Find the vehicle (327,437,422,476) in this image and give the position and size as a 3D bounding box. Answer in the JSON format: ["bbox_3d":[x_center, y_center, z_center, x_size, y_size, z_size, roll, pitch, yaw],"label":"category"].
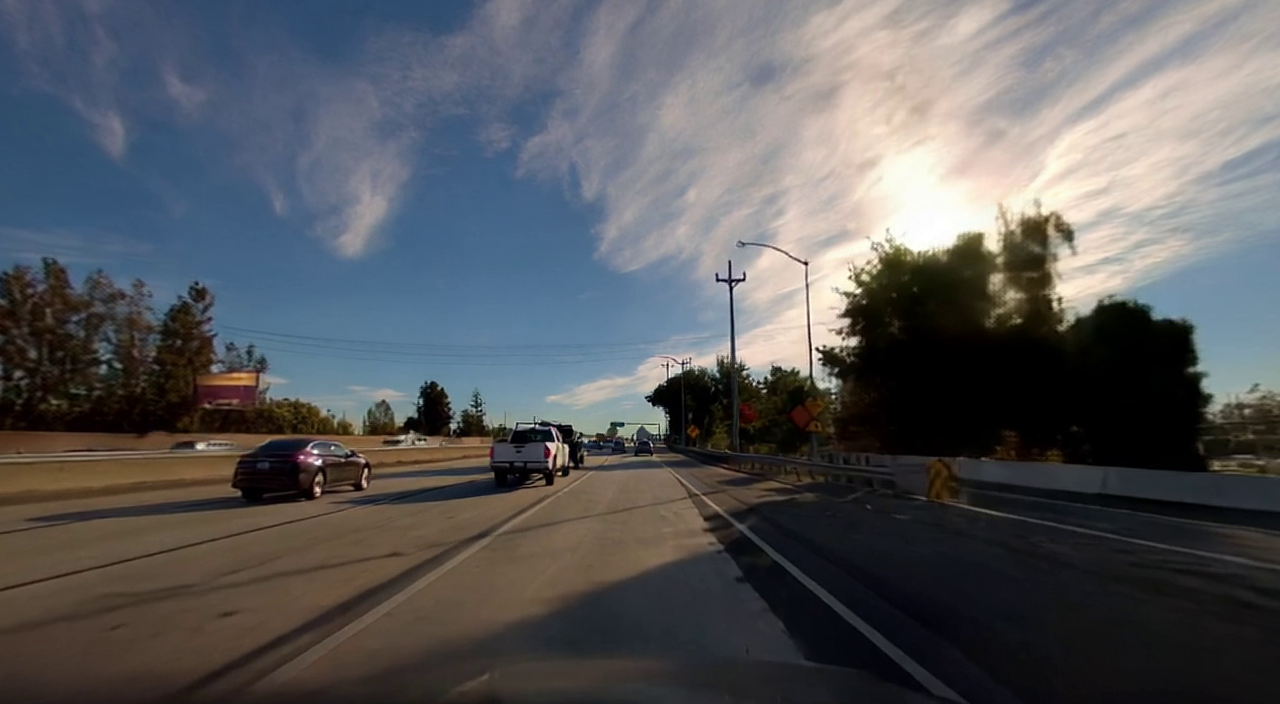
[{"bbox_3d":[-10.940,4.327,26.307,1.884,1.453,4.579,0,-8,1],"label":"vehicle"}]

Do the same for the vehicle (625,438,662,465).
[{"bbox_3d":[0.243,5.767,36.520,2.013,1.444,4.447,0,-8,1],"label":"vehicle"}]

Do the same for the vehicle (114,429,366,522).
[{"bbox_3d":[-7.433,2.315,12.368,1.964,1.481,4.425,0,-8,1],"label":"vehicle"}]

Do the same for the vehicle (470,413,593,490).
[{"bbox_3d":[-3.204,3.193,20.433,2.815,2.092,6.526,0,-8,0],"label":"vehicle"}]
